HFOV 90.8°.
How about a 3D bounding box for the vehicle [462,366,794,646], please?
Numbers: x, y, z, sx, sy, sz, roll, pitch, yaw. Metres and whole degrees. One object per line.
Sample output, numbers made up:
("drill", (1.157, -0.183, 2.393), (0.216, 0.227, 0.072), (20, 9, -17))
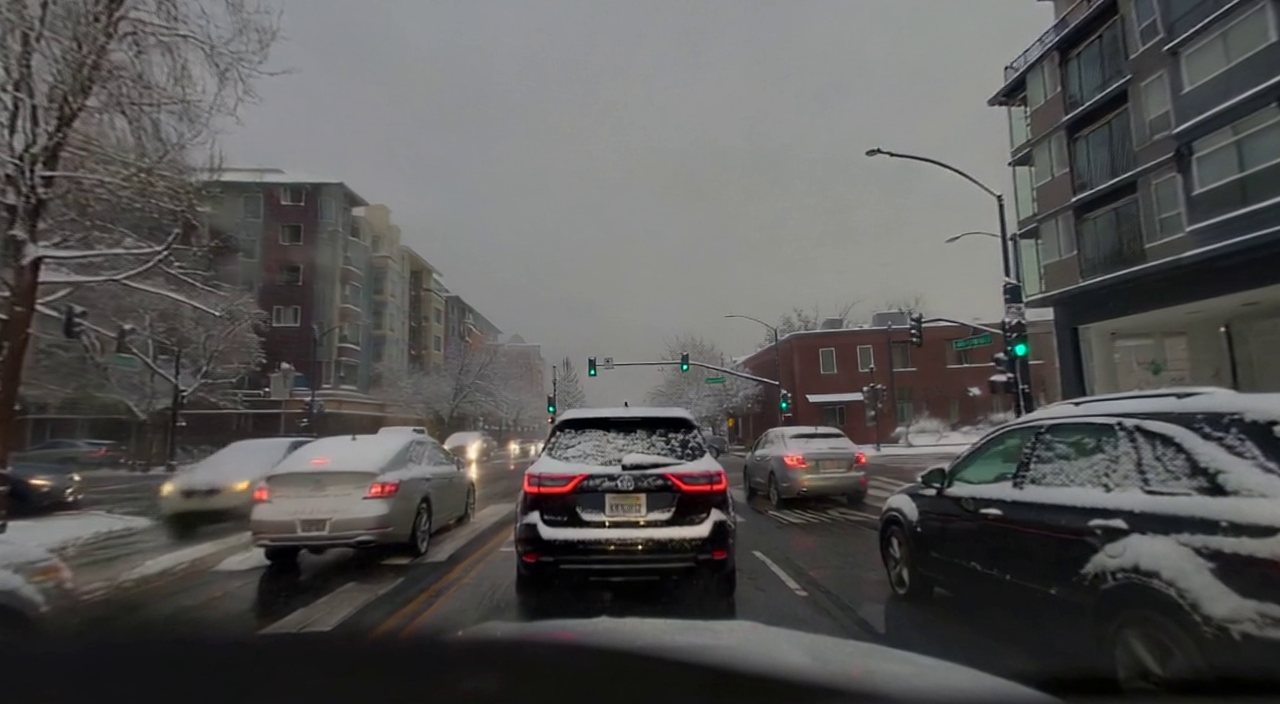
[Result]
("vehicle", (-0.106, 1.409, 6.967), (2.206, 1.858, 5.332), (0, -8, 0))

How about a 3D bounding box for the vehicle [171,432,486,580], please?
("vehicle", (-3.788, 1.935, 8.924), (2.055, 1.488, 4.733), (0, -8, 0))

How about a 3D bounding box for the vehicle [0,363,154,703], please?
("vehicle", (-3.819, 0.641, 0.931), (2.126, 1.693, 5.289), (0, -8, -2))

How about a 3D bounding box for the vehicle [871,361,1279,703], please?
("vehicle", (3.177, 1.072, 3.825), (1.906, 1.608, 4.137), (0, -8, -1))
